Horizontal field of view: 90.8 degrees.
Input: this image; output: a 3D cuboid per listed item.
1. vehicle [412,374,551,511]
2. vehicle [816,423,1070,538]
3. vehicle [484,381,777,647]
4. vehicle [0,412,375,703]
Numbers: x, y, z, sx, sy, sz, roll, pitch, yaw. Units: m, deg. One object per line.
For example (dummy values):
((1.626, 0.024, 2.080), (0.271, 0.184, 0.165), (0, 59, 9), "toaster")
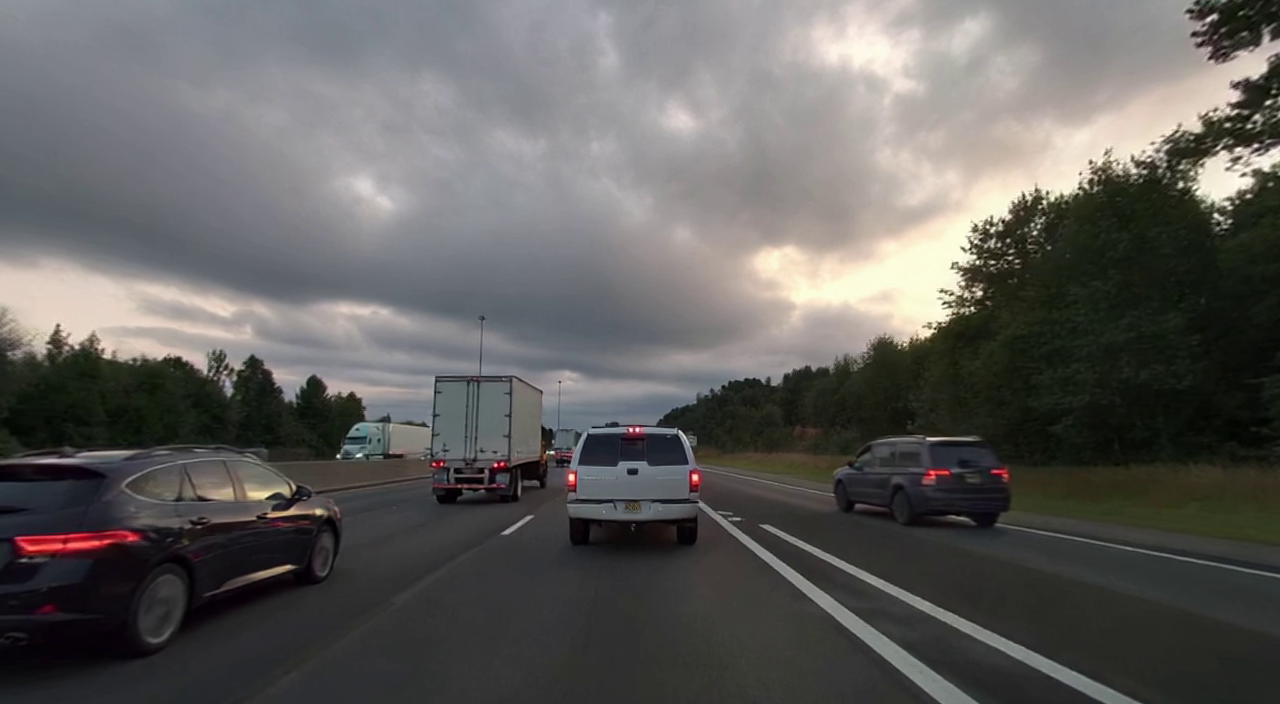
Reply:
((-3.990, 2.511, 17.438), (2.302, 3.034, 6.668), (0, -9, -2), "vehicle")
((5.537, 2.419, 12.536), (2.182, 1.781, 4.875), (1, -9, -7), "vehicle")
((-0.098, 1.363, 6.096), (1.995, 1.798, 3.380), (0, -9, -1), "vehicle")
((-3.942, 1.320, 4.707), (1.986, 1.501, 4.407), (-1, -9, 0), "vehicle")
